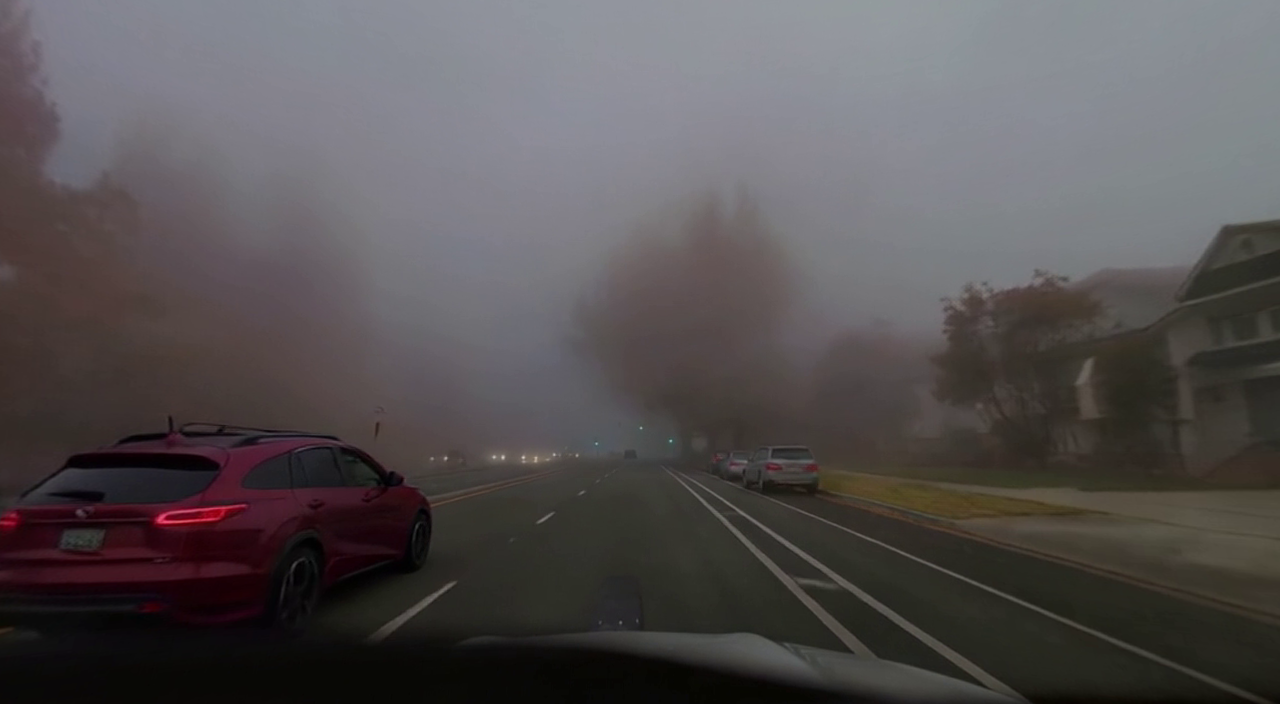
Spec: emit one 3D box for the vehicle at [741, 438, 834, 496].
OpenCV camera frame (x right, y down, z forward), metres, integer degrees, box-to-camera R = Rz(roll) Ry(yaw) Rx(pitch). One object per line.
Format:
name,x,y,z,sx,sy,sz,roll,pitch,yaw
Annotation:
vehicle,4.794,3.815,21.179,2.014,1.700,4.369,1,-9,-1

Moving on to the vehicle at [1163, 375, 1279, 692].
vehicle,4.698,0.710,1.463,2.164,1.793,5.671,0,-9,1

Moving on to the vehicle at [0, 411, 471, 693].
vehicle,-3.168,1.414,5.669,1.982,1.478,4.465,0,-9,1
